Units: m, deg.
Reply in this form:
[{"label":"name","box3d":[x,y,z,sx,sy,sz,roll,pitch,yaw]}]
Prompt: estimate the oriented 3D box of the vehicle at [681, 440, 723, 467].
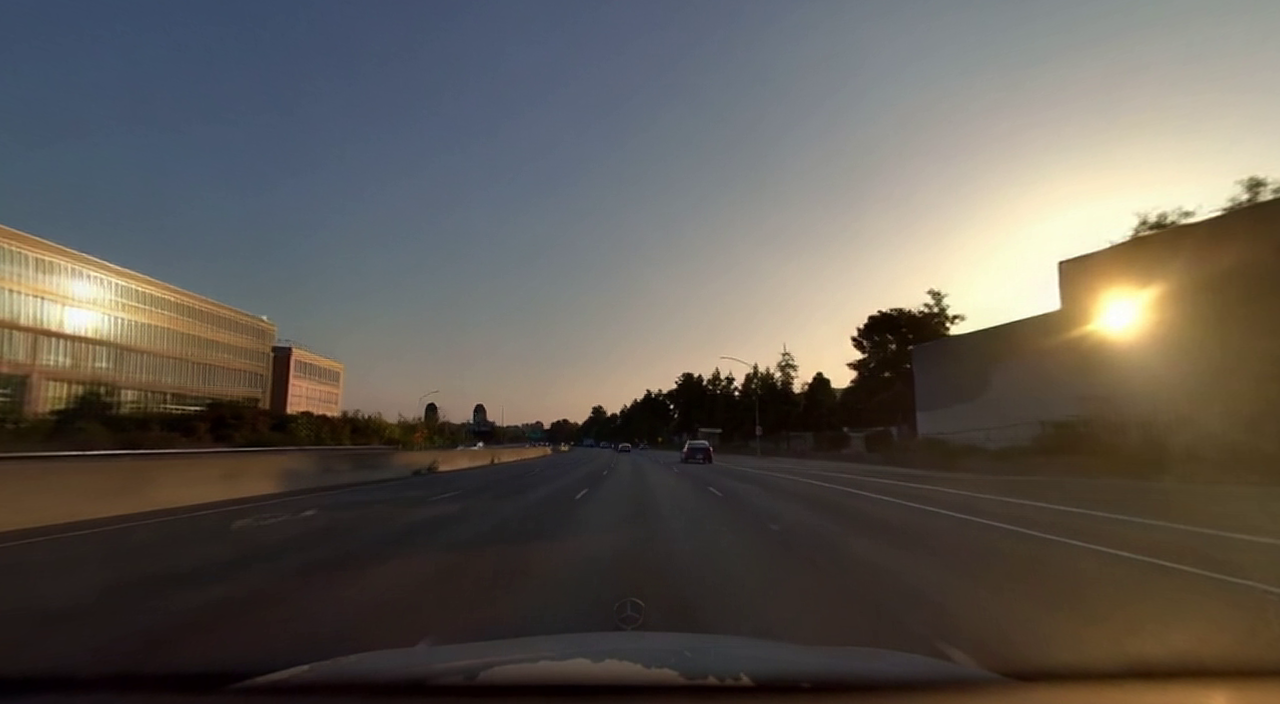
[{"label":"vehicle","box3d":[3.622,6.020,37.483,1.926,1.477,4.025,0,-9,-2]}]
